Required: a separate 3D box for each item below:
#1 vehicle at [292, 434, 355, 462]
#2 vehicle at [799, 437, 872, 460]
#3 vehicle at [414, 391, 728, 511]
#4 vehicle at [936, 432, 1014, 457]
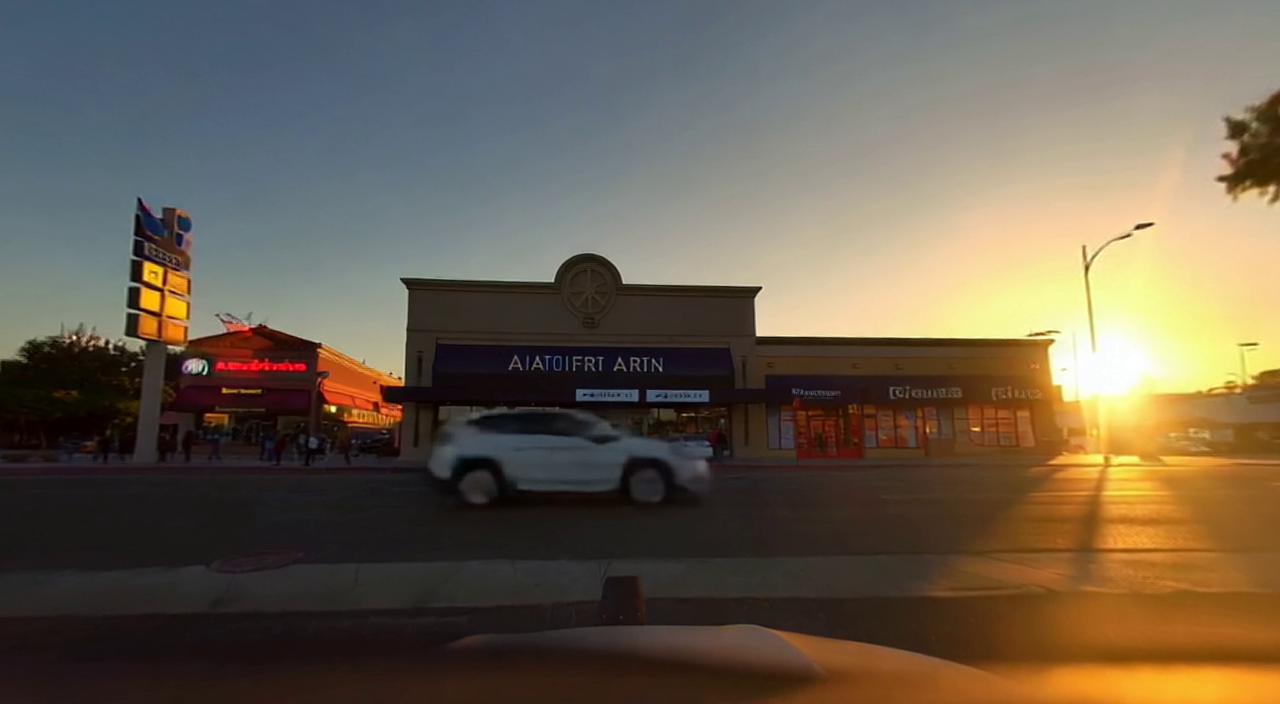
[{"bbox_3d":[-20.218,6.116,40.319,4.596,1.680,1.936,-8,-11,41],"label":"vehicle"},{"bbox_3d":[12.788,6.355,41.645,1.791,1.453,4.593,5,-10,-29],"label":"vehicle"},{"bbox_3d":[-1.089,1.634,10.709,4.735,1.779,2.051,1,-7,-5],"label":"vehicle"},{"bbox_3d":[25.468,7.068,48.107,4.838,1.799,1.914,-7,-11,38],"label":"vehicle"}]
